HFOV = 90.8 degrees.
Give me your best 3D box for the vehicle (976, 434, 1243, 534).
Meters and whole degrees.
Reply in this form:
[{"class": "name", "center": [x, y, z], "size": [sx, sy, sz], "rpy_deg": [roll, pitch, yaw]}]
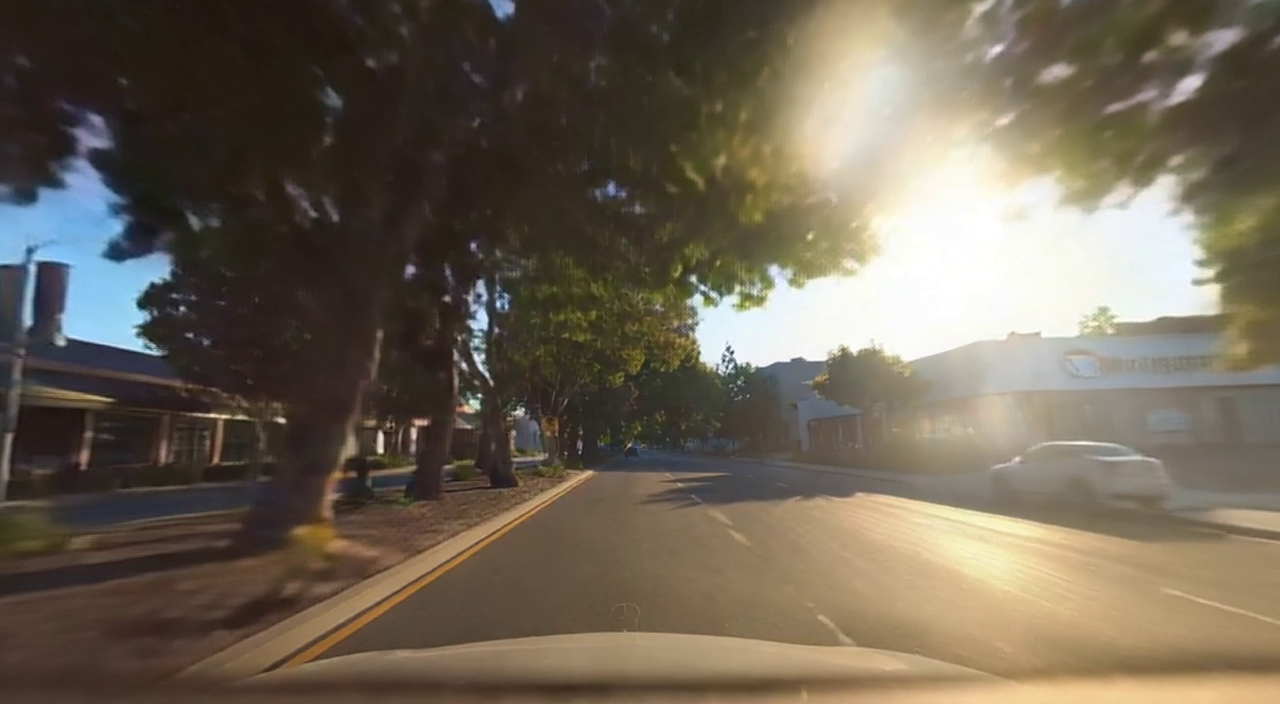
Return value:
[{"class": "vehicle", "center": [9.659, 2.718, 13.672], "size": [2.159, 1.767, 4.617], "rpy_deg": [0, -9, -1]}]
